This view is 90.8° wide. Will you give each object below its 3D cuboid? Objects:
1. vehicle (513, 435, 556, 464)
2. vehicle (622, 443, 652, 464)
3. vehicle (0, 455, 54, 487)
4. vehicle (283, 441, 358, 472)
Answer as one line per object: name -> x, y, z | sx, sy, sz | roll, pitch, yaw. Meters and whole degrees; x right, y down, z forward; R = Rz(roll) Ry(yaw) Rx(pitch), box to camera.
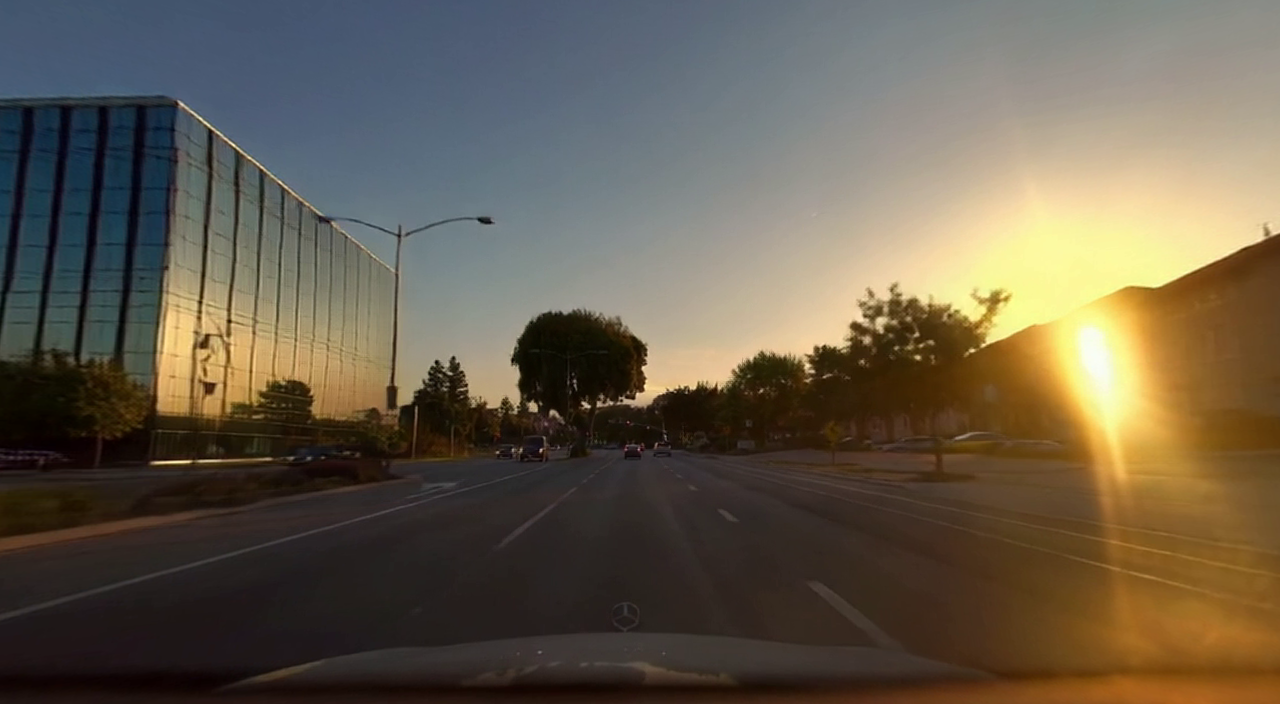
vehicle -> -8.234, 7.650, 49.911 | 2.631, 1.990, 5.787 | -2, -7, -3
vehicle -> -0.247, 7.197, 44.998 | 2.080, 1.445, 4.096 | 0, -8, -2
vehicle -> -34.524, 6.436, 34.291 | 4.090, 1.598, 1.906 | -2, -9, 14
vehicle -> -21.291, 6.937, 42.380 | 2.180, 1.902, 5.475 | 0, -8, 0
